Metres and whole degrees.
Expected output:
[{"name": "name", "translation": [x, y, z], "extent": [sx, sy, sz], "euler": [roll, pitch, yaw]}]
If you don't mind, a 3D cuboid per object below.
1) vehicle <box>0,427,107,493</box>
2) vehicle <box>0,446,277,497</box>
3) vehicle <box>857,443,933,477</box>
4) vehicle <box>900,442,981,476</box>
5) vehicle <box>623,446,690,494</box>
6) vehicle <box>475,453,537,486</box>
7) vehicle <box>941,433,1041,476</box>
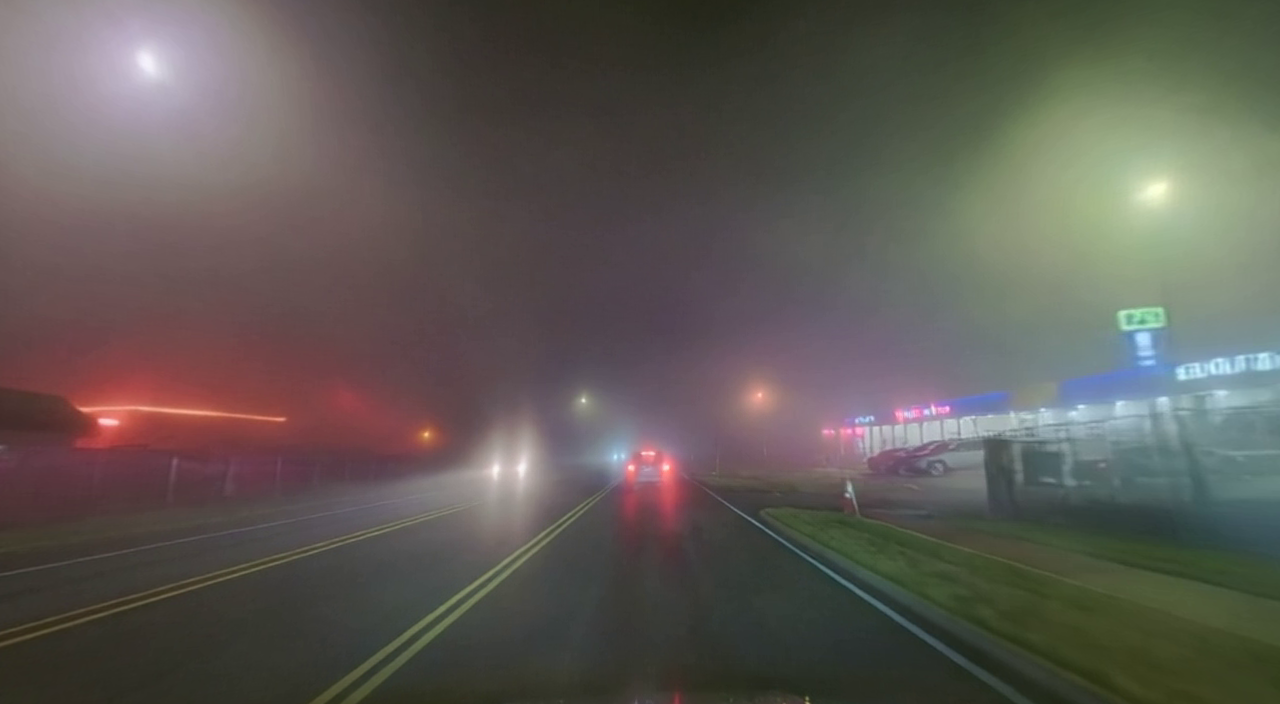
[{"name": "vehicle", "translation": [-31.636, 5.426, 31.804], "extent": [2.945, 3.103, 6.716], "euler": [-1, -8, 5]}, {"name": "vehicle", "translation": [-27.518, 6.663, 36.331], "extent": [2.951, 2.274, 15.187], "euler": [-1, -9, 5]}, {"name": "vehicle", "translation": [12.120, 5.161, 30.208], "extent": [1.970, 1.501, 4.514], "euler": [-1, -9, 3]}, {"name": "vehicle", "translation": [14.419, 5.149, 30.409], "extent": [1.897, 1.511, 4.250], "euler": [0, -9, 2]}, {"name": "vehicle", "translation": [0.519, 4.075, 22.057], "extent": [2.144, 1.514, 4.063], "euler": [0, -9, 0]}, {"name": "vehicle", "translation": [-6.589, 5.815, 31.343], "extent": [2.034, 1.499, 4.236], "euler": [0, -9, 2]}, {"name": "vehicle", "translation": [16.390, 4.800, 29.629], "extent": [2.101, 1.825, 4.700], "euler": [0, -9, 2]}]
